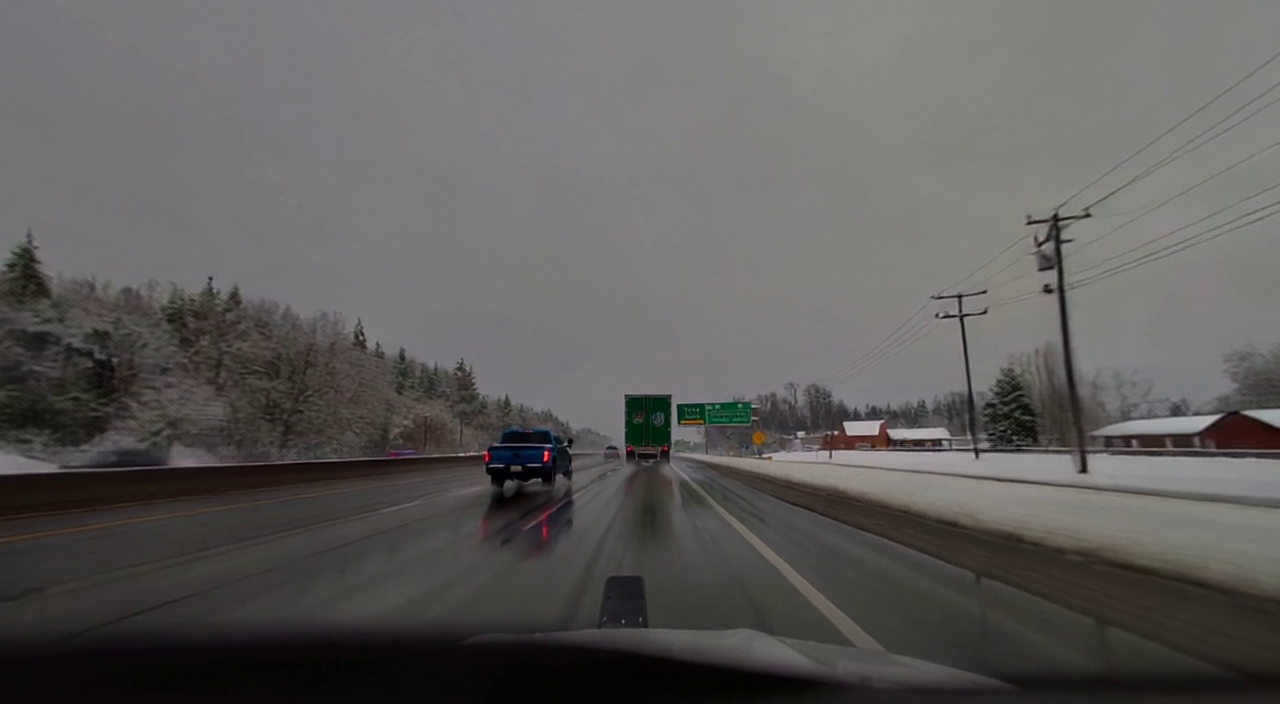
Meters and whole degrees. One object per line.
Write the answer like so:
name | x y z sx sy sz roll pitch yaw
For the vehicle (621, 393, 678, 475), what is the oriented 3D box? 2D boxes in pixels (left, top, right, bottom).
vehicle | 0.580 5.062 38.206 2.879 4.085 13.125 0 -8 1

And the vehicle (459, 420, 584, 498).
vehicle | -3.579 3.438 20.806 2.749 2.141 6.515 0 -8 1
